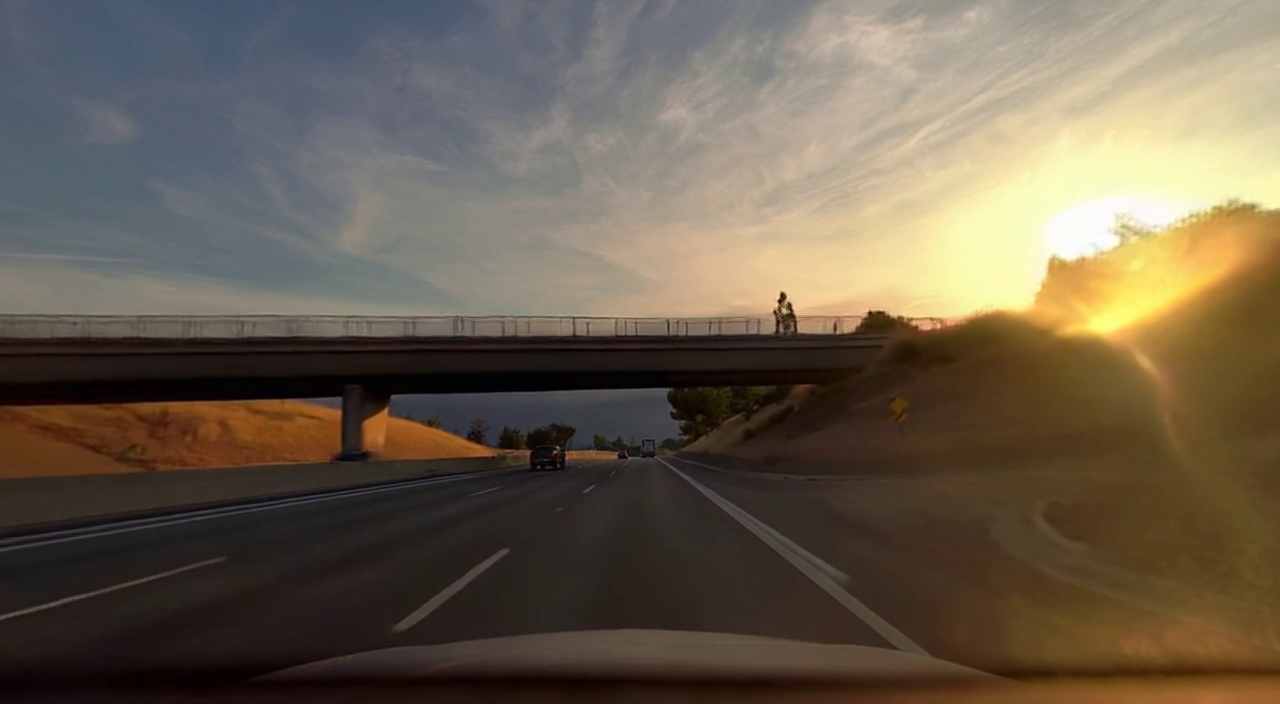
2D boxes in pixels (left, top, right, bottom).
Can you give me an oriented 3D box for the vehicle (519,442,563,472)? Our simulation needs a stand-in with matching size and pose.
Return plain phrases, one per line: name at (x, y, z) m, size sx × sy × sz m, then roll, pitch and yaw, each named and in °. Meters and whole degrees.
vehicle at (-6.709, 7.210, 43.469) m, size 2.232 × 1.947 × 5.180 m, roll 0°, pitch -9°, yaw 0°
